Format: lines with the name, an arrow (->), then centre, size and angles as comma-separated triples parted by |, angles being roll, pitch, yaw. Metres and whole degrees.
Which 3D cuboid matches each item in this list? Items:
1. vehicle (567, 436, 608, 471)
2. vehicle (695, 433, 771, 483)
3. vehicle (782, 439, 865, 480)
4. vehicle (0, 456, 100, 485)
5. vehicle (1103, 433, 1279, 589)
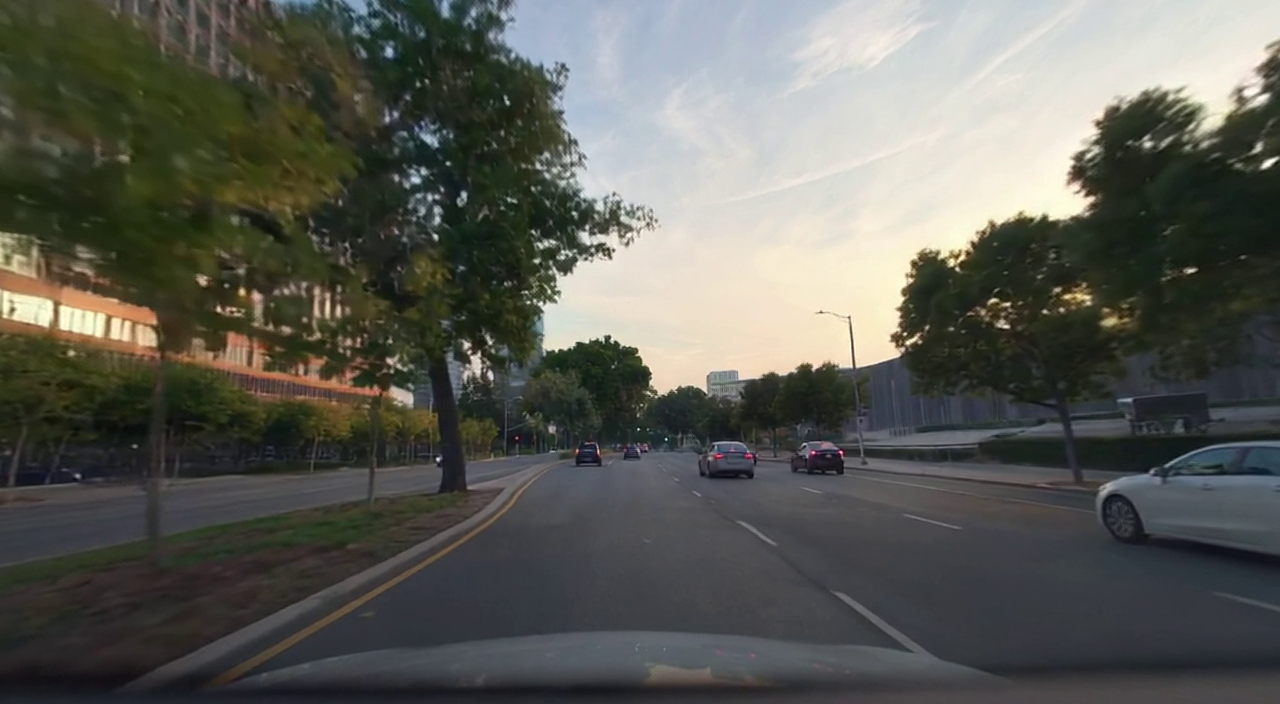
vehicle -> -2.880, 5.648, 35.323 | 2.155, 1.797, 3.989 | 0, -8, -3
vehicle -> 3.546, 4.162, 25.102 | 2.152, 1.742, 4.704 | 0, -8, -2
vehicle -> 7.421, 4.386, 26.067 | 1.944, 1.503, 4.723 | 0, -8, -1
vehicle -> -33.908, 6.758, 36.013 | 4.468, 1.535, 1.940 | 0, -8, 1
vehicle -> 6.893, 1.471, 5.855 | 1.830, 1.443, 4.351 | 0, -8, -1
